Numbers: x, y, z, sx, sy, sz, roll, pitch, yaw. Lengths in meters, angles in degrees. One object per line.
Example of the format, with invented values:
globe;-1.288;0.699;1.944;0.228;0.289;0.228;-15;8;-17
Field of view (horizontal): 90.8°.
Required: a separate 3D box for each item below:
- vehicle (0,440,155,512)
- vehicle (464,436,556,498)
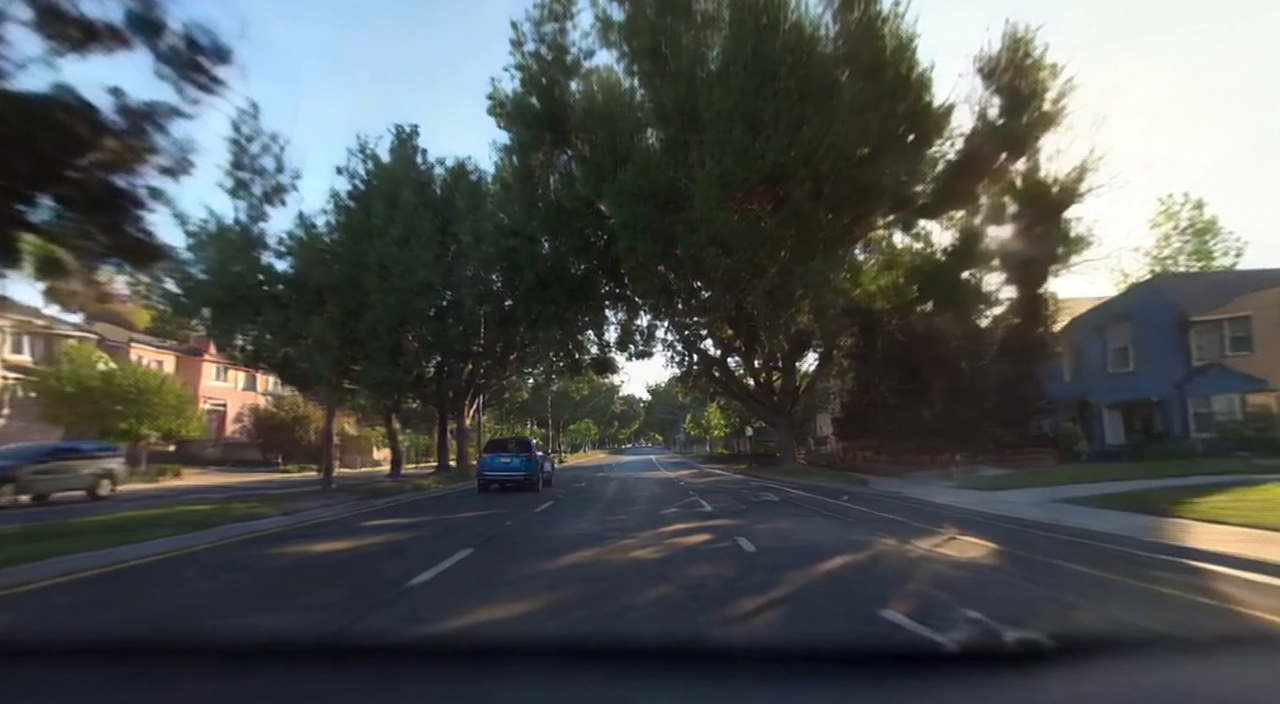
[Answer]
vehicle;-16.691;3.378;17.727;2.202;1.724;4.934;0;-9;1
vehicle;-3.996;3.601;20.221;1.993;1.733;4.262;0;-9;1
